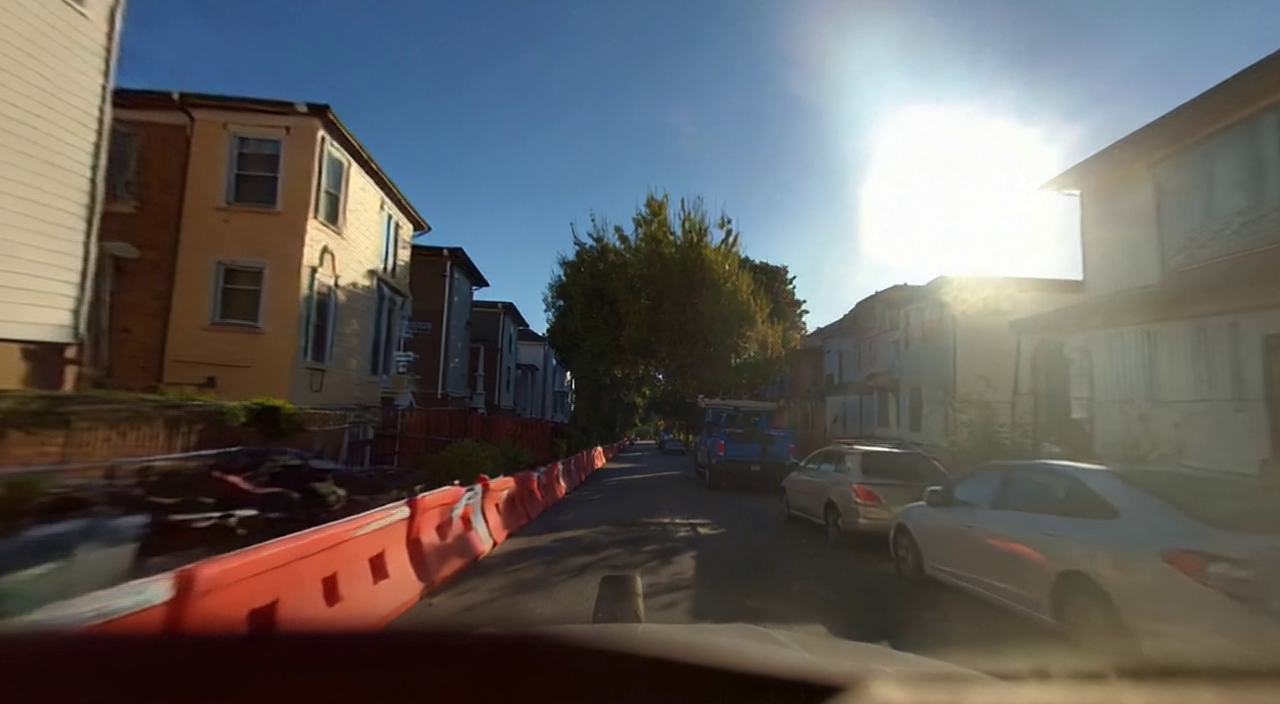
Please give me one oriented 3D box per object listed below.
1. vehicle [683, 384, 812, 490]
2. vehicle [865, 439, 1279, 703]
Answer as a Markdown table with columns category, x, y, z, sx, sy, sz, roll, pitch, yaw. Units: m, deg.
| category | x | y | z | sx | sy | sz | roll | pitch | yaw |
| --- | --- | --- | --- | --- | --- | --- | --- | --- | --- |
| vehicle | 3.059 | 2.659 | 19.835 | 2.879 | 2.801 | 6.142 | 0 | -8 | -1 |
| vehicle | 3.364 | 1.379 | 4.652 | 1.805 | 1.436 | 4.201 | 0 | -8 | -1 |
